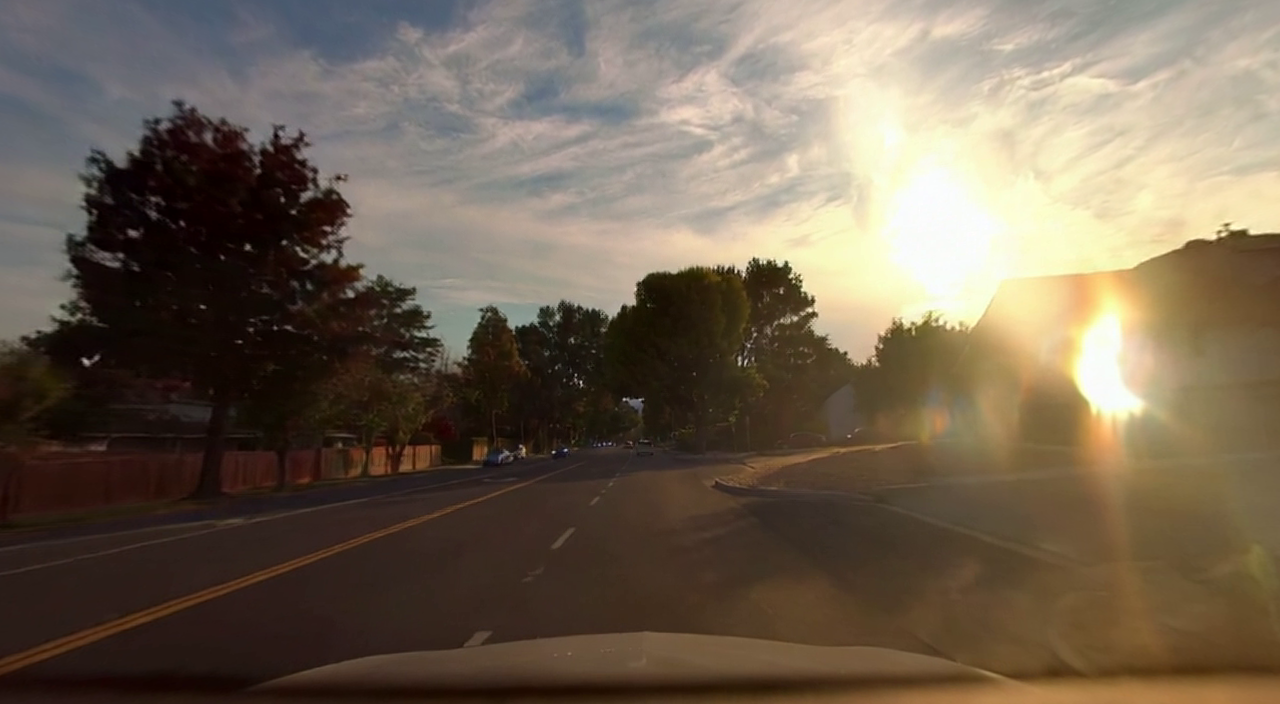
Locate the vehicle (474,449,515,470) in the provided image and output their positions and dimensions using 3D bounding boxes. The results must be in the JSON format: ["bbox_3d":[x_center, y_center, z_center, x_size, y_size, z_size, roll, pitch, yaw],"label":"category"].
[{"bbox_3d":[-11.072,8.167,48.211,2.026,1.519,4.534,0,-9,1],"label":"vehicle"}]
